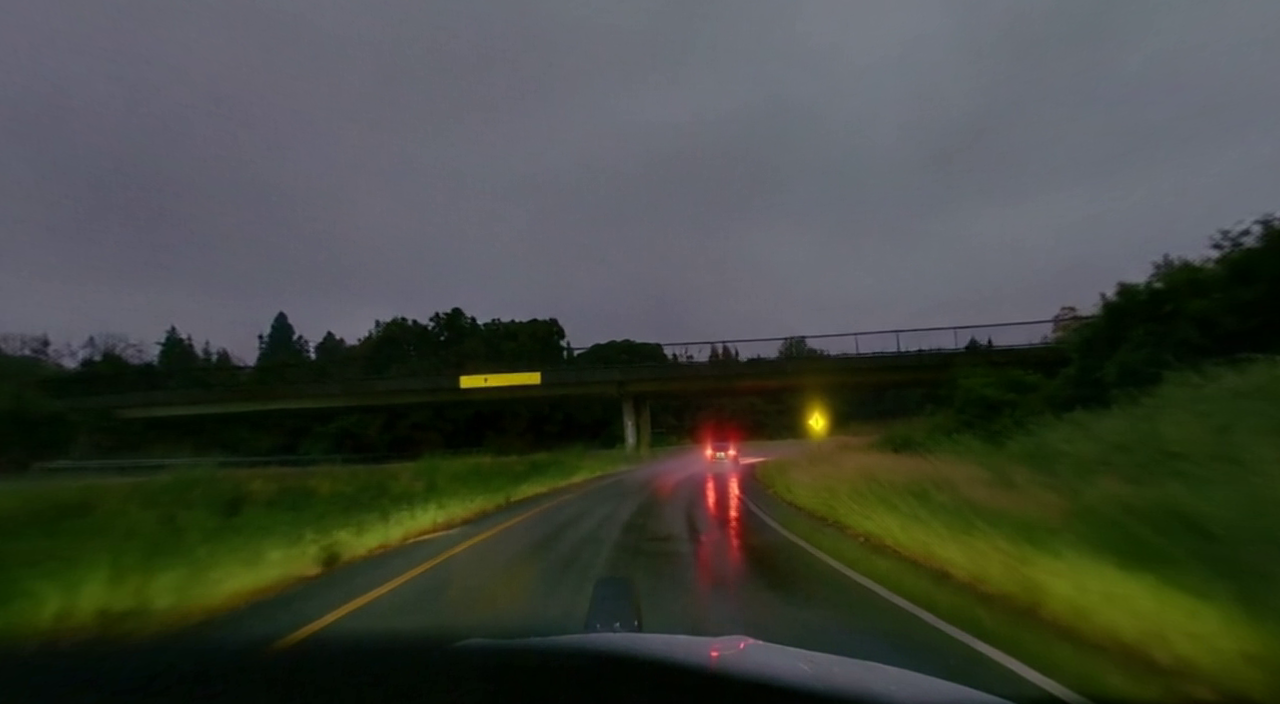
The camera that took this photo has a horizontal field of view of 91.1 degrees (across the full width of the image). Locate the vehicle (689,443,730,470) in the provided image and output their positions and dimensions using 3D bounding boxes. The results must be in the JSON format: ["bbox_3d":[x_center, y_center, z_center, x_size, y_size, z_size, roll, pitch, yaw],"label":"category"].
[{"bbox_3d":[4.053,6.007,36.230,1.980,1.449,3.650,-2,-9,11],"label":"vehicle"}]
